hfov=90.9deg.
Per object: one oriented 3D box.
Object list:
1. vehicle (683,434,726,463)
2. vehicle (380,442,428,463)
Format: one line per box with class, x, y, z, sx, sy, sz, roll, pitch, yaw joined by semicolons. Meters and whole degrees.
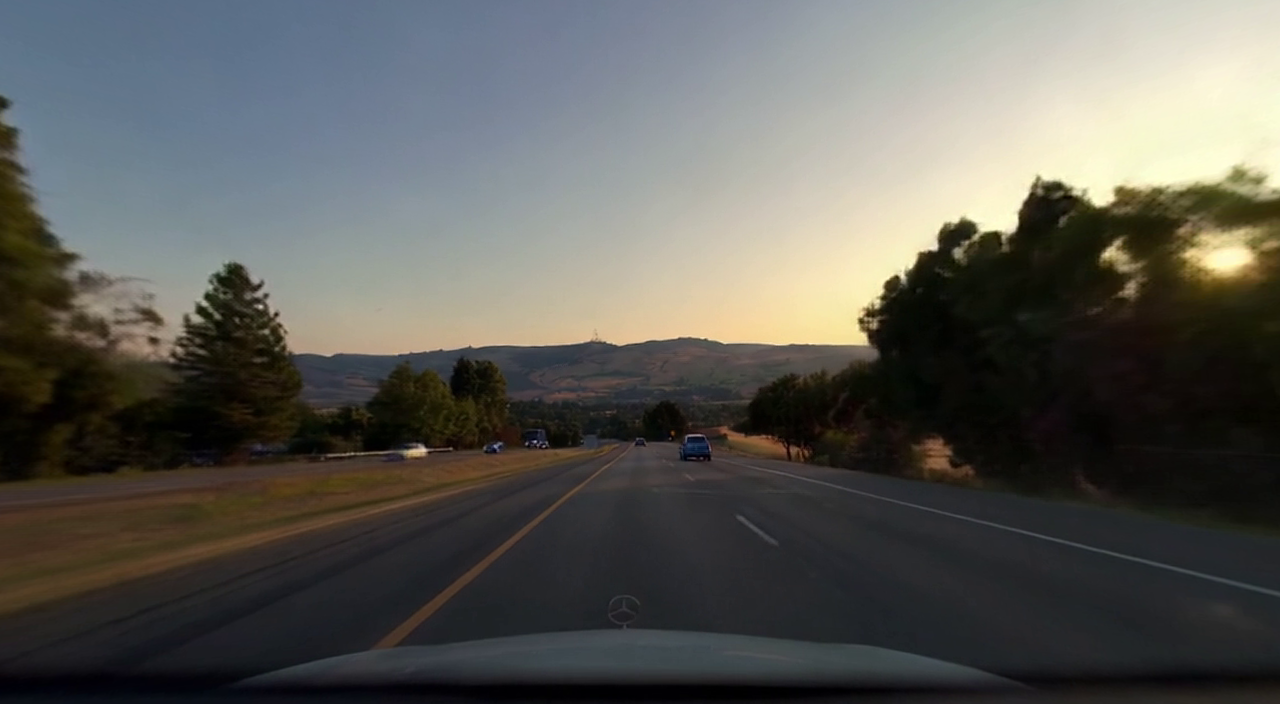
vehicle;3.828;5.830;38.036;2.157;1.640;4.056;0;-8;0
vehicle;-17.716;7.512;47.509;1.843;1.481;4.410;0;-8;1
